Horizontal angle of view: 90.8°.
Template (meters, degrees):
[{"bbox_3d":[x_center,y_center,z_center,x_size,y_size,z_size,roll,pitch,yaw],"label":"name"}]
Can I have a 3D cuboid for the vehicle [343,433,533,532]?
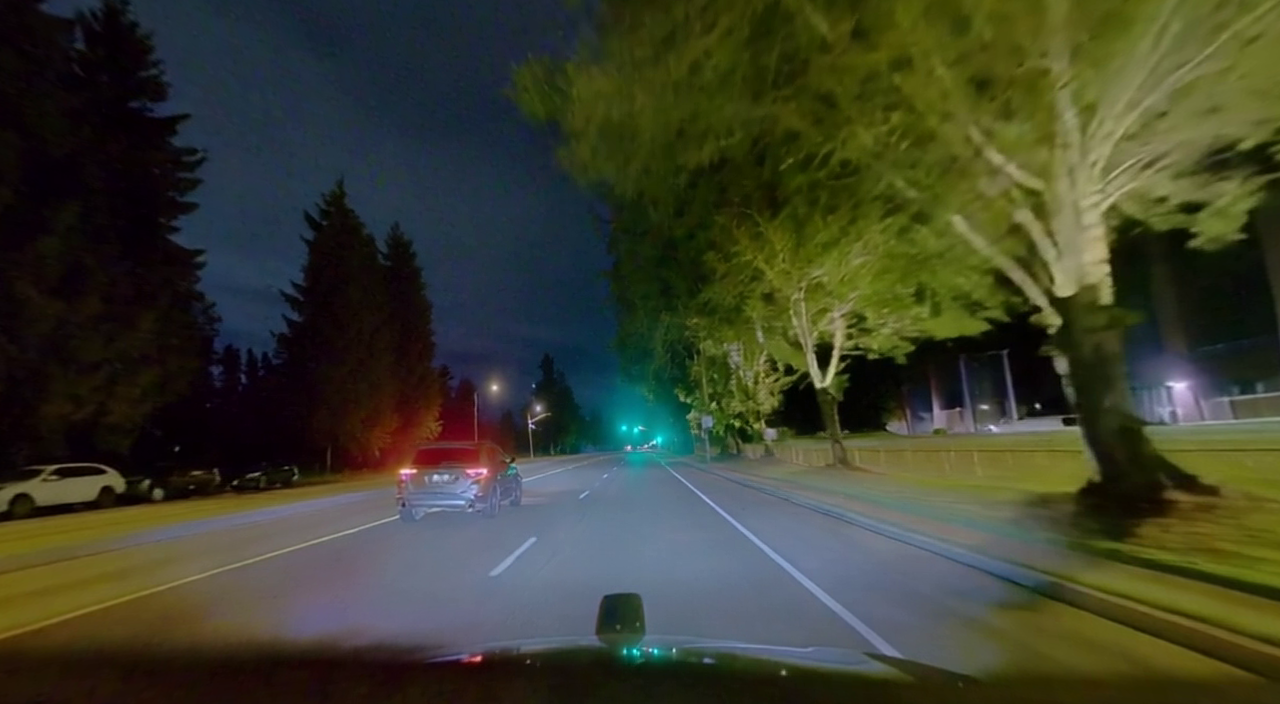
[{"bbox_3d":[-3.491,2.353,12.107,2.020,1.478,4.890,0,-8,0],"label":"vehicle"}]

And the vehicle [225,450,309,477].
[{"bbox_3d":[-25.636,7.649,43.509,4.444,1.801,2.058,0,-8,-2],"label":"vehicle"}]

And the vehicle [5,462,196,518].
[{"bbox_3d":[-17.499,4.462,20.924,2.101,1.503,4.778,0,-8,0],"label":"vehicle"}]
